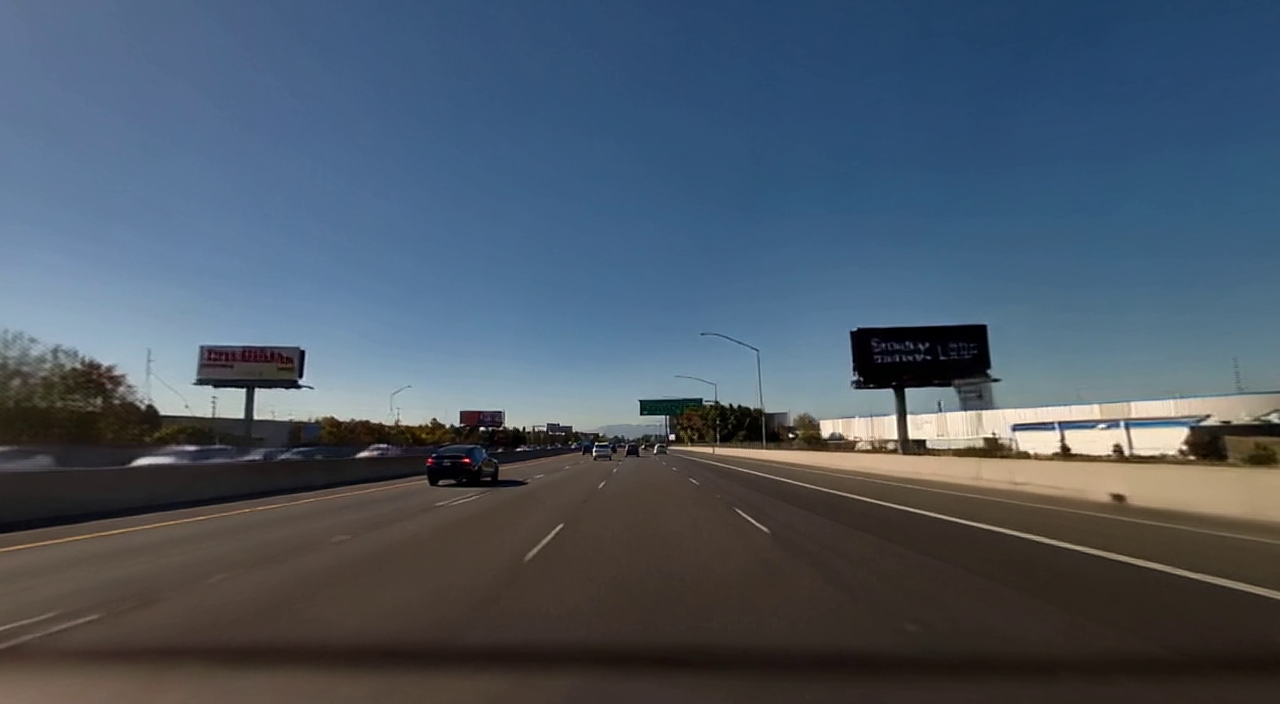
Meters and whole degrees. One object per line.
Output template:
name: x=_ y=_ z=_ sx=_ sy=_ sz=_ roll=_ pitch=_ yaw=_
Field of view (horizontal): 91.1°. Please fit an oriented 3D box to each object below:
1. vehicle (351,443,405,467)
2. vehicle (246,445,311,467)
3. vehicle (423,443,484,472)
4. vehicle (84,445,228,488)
vehicle: x=-18.567 y=7.316 z=44.649 sx=1.885 sy=1.613 sz=4.494 roll=0 pitch=-9 yaw=0
vehicle: x=-26.378 y=7.578 z=46.007 sx=1.913 sy=1.522 sz=4.743 roll=0 pitch=-9 yaw=0
vehicle: x=-10.249 y=5.818 z=34.919 sx=1.974 sy=1.513 sz=4.584 roll=0 pitch=-9 yaw=0
vehicle: x=-19.020 y=4.476 z=25.029 sx=1.923 sy=1.529 sz=4.713 roll=0 pitch=-9 yaw=1
